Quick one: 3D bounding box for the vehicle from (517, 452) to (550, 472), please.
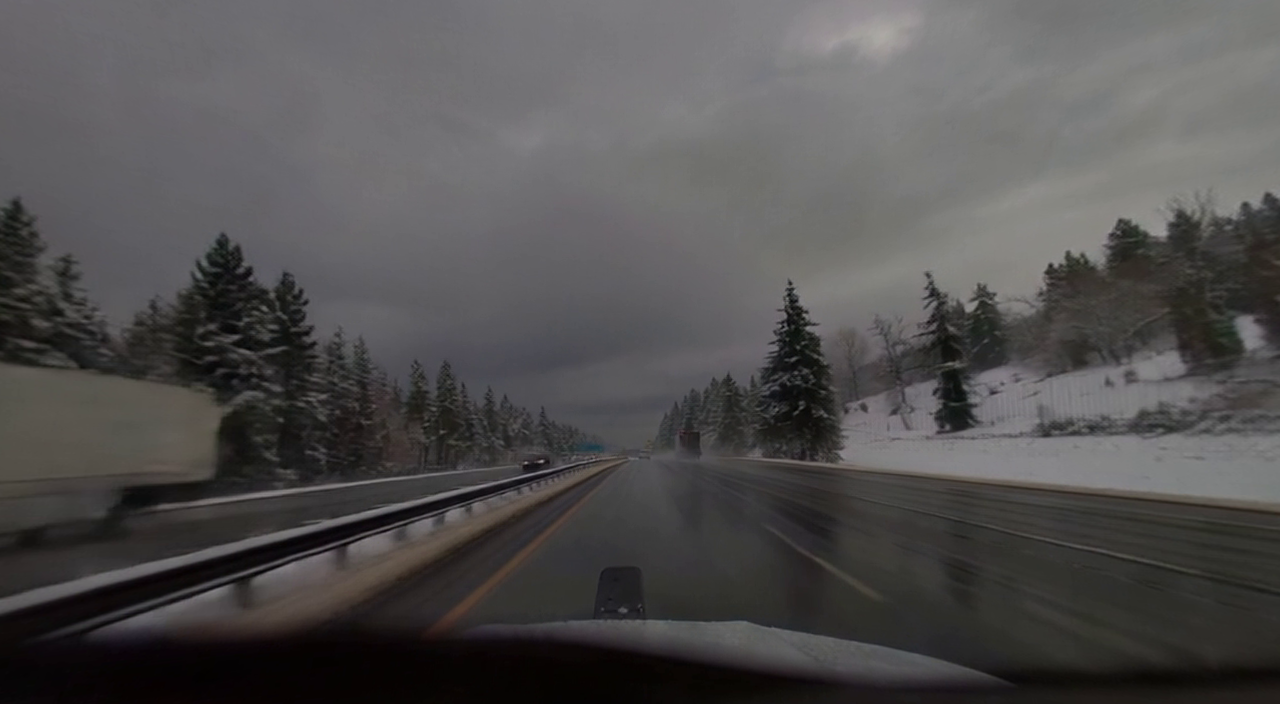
[{"bbox_3d":[-8.243,8.568,49.113,1.837,1.461,3.814,0,-9,1],"label":"vehicle"}]

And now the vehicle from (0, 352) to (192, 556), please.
[{"bbox_3d":[-13.294,1.842,11.361,2.950,3.735,9.889,0,-9,1],"label":"vehicle"}]
